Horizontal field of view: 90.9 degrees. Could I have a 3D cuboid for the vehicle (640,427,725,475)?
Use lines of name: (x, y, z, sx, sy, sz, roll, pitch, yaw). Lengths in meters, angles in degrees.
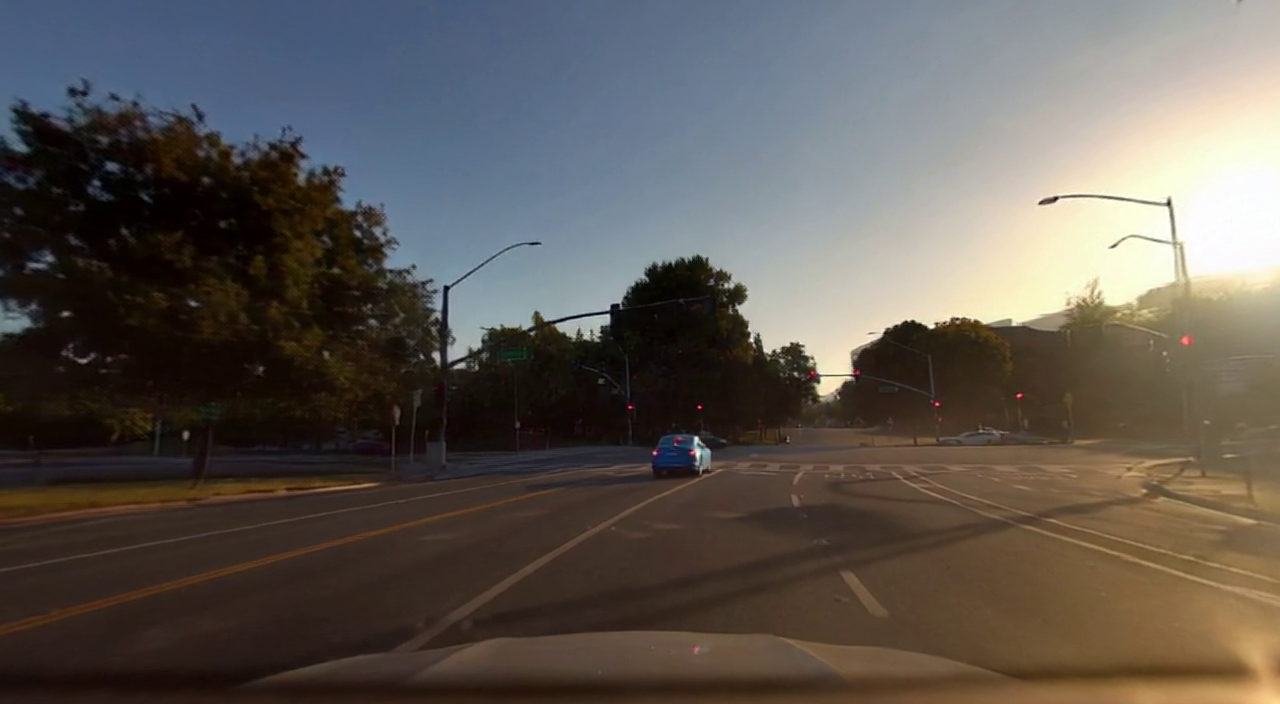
vehicle: (1.658, 3.612, 23.127, 2.055, 1.573, 4.065, -3, -9, 19)
